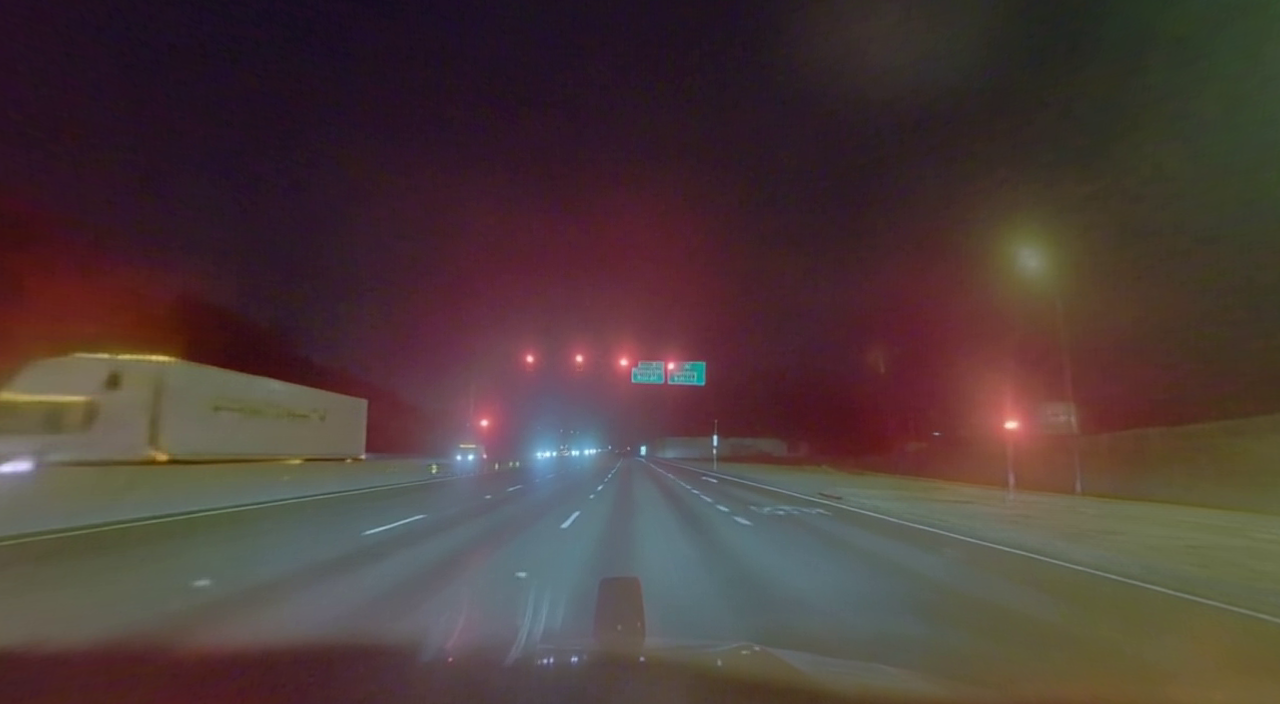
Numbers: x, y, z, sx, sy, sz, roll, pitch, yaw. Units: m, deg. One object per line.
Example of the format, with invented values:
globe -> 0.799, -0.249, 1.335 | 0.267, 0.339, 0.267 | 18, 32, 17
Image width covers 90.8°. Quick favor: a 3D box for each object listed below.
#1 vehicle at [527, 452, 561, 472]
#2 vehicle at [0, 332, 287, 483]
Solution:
vehicle -> -7.415, 8.501, 49.119 | 2.012, 1.456, 4.309 | 0, -9, -1
vehicle -> -16.096, 2.129, 20.827 | 3.030, 3.757, 10.390 | 0, -9, -2
